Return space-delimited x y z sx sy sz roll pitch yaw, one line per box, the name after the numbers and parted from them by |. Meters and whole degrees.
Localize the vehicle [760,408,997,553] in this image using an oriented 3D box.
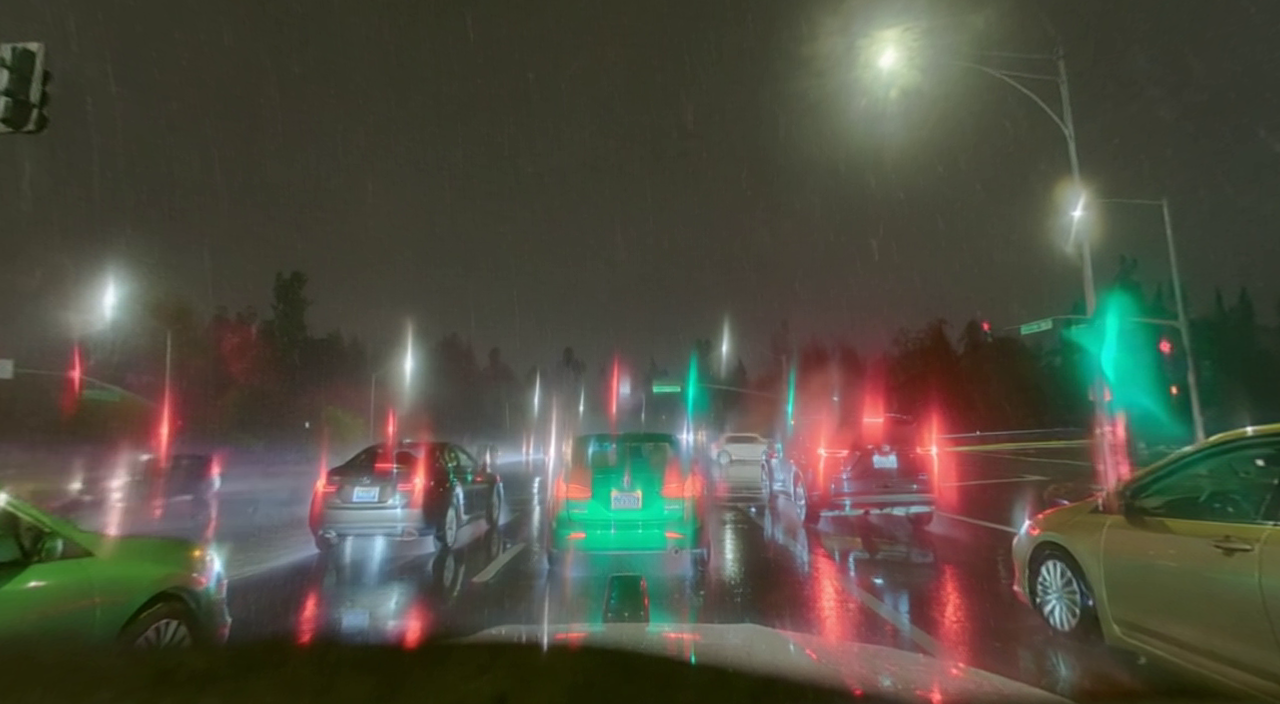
3.306 1.868 9.813 1.992 1.744 4.183 0 -8 -1 | vehicle

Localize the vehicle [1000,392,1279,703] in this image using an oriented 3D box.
3.942 0.970 3.115 1.800 1.519 4.198 0 -8 0 | vehicle

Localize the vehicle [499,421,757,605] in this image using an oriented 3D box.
-0.134 1.645 7.364 2.140 1.499 4.119 0 -8 -1 | vehicle

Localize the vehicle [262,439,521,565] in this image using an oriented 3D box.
-3.301 2.069 9.540 1.995 1.436 4.373 -1 -8 2 | vehicle

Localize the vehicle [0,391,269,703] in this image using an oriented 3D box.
-3.479 0.849 1.844 2.016 1.547 4.414 0 -8 1 | vehicle
